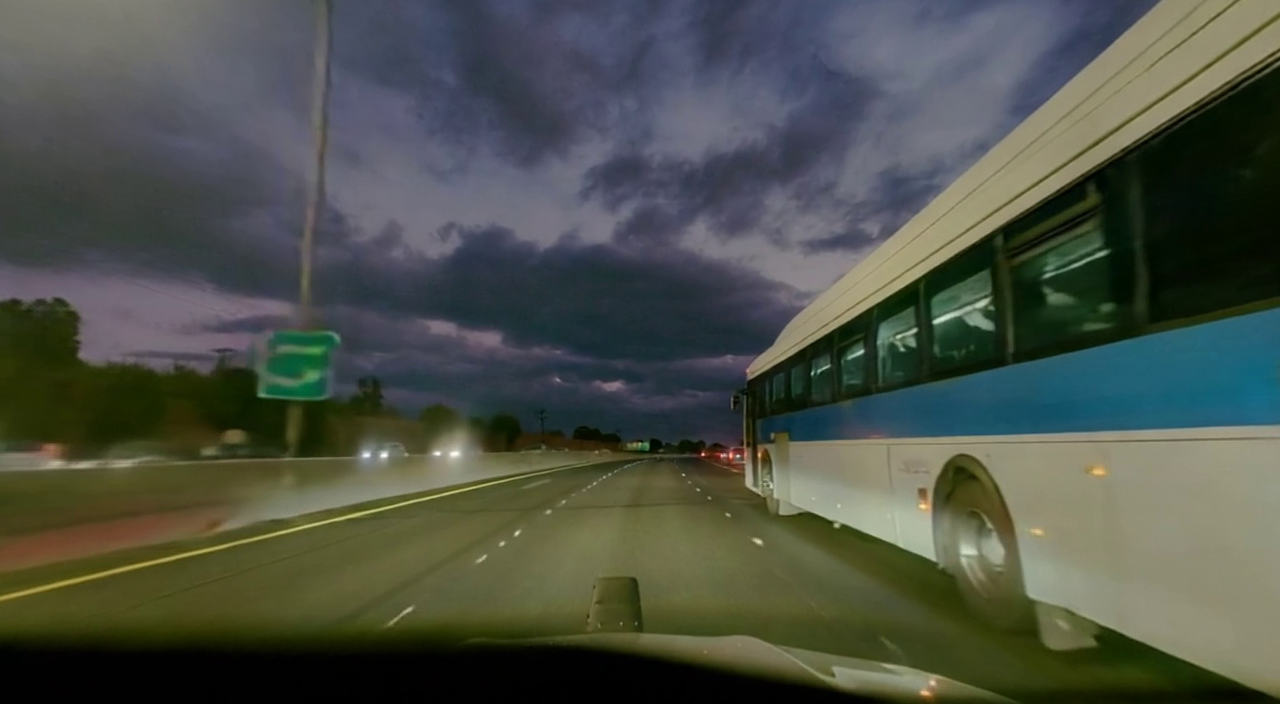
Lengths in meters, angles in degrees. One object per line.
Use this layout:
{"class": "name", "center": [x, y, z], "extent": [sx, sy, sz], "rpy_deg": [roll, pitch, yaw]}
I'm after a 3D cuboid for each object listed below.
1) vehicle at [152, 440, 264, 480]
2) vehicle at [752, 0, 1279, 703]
{"class": "vehicle", "center": [-21.043, 5.263, 31.074], "extent": [2.080, 1.759, 4.643], "rpy_deg": [0, -9, 2]}
{"class": "vehicle", "center": [4.137, 0.637, 7.410], "extent": [3.144, 3.580, 14.591], "rpy_deg": [0, -9, 1]}
